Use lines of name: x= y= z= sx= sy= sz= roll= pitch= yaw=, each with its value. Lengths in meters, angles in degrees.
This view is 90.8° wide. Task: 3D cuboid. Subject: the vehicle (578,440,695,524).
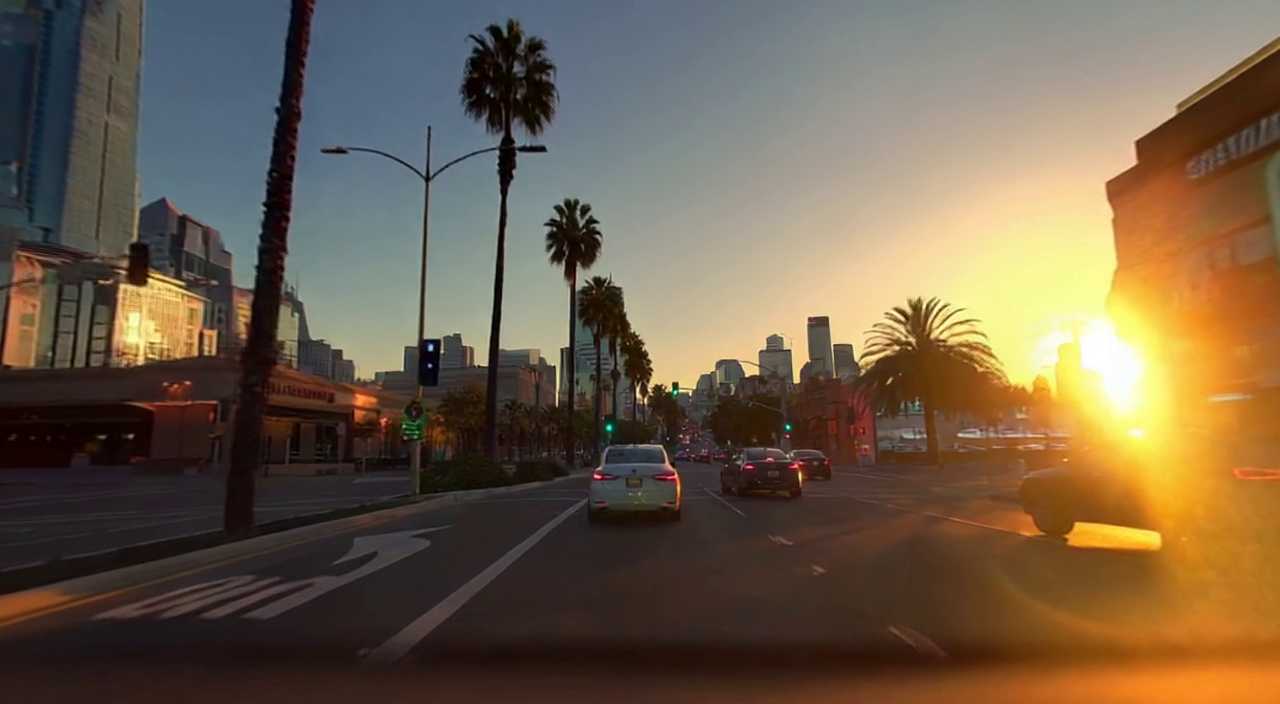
vehicle: x=-0.106 y=2.660 z=13.484 sx=2.110 sy=1.487 sz=3.873 roll=0 pitch=-8 yaw=-1

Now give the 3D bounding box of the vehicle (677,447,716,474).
vehicle: x=3.494 y=6.795 z=39.839 sx=2.012 sy=1.570 sz=4.600 roll=0 pitch=-8 yaw=0

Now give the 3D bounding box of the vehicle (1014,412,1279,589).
vehicle: x=7.042 y=1.712 z=8.066 sx=1.940 sy=1.674 sz=4.085 roll=0 pitch=-8 yaw=-1

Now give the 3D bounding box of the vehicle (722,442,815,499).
vehicle: x=3.812 y=3.577 z=19.506 sx=1.892 sy=1.532 sz=4.177 roll=0 pitch=-8 yaw=-1
